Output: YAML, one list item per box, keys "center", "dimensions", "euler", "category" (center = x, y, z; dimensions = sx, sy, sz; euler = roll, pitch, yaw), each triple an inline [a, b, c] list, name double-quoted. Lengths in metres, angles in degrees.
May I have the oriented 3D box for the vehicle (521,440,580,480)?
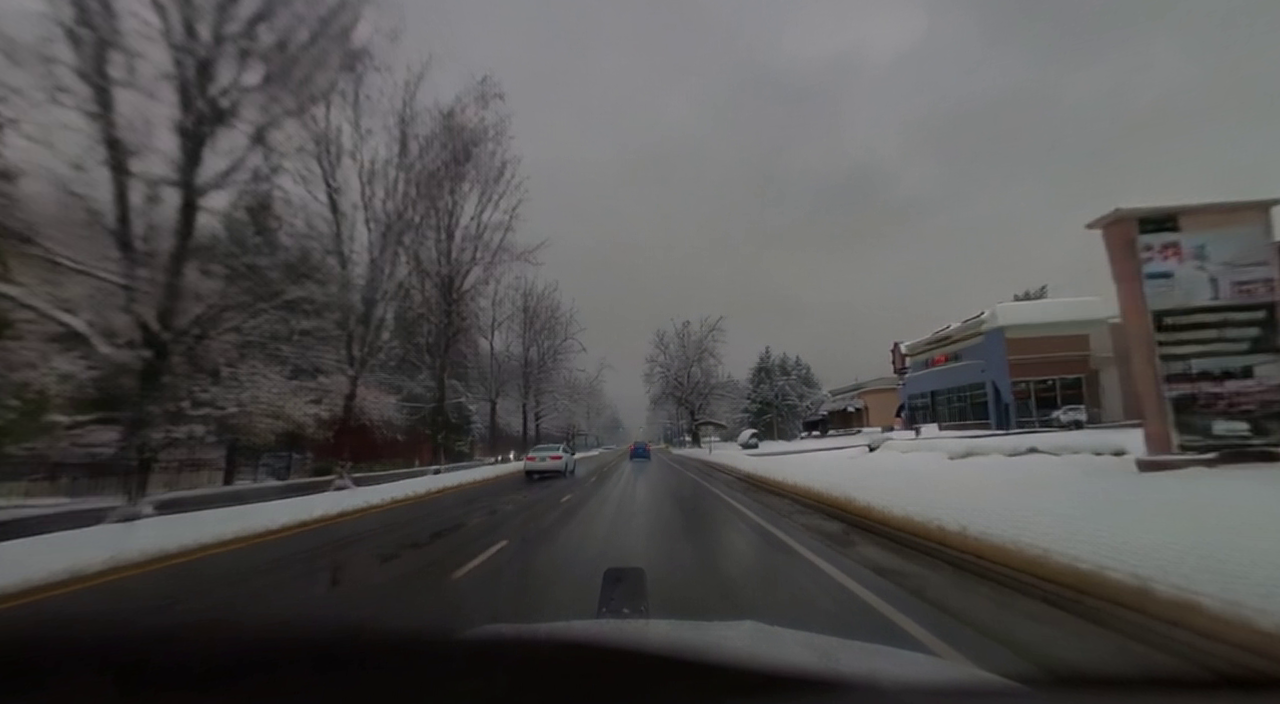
- center: [-3.937, 4.814, 28.417]
  dimensions: [1.914, 1.630, 4.351]
  euler: [0, -8, 1]
  category: "vehicle"
